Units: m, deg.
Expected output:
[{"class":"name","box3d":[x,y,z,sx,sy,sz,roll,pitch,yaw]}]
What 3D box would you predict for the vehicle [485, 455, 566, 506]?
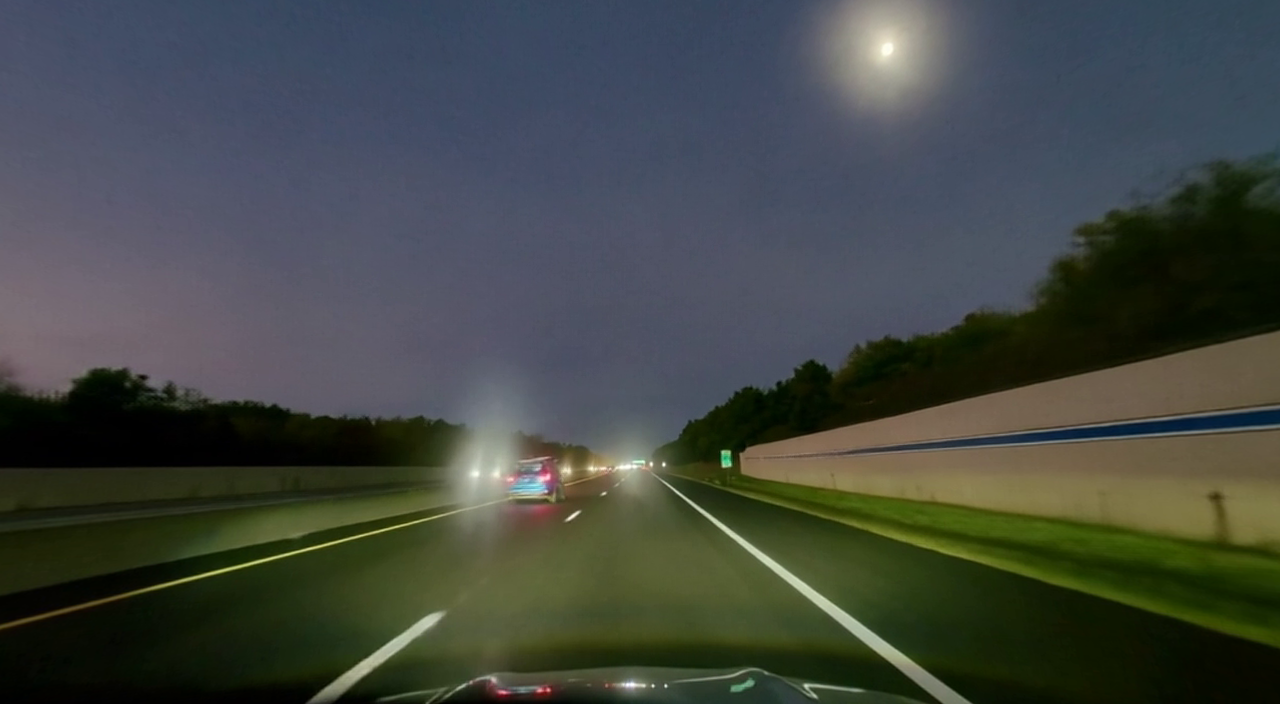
[{"class":"vehicle","box3d":[-4.030,4.645,22.985,2.022,1.650,4.331,0,-11,1]}]
